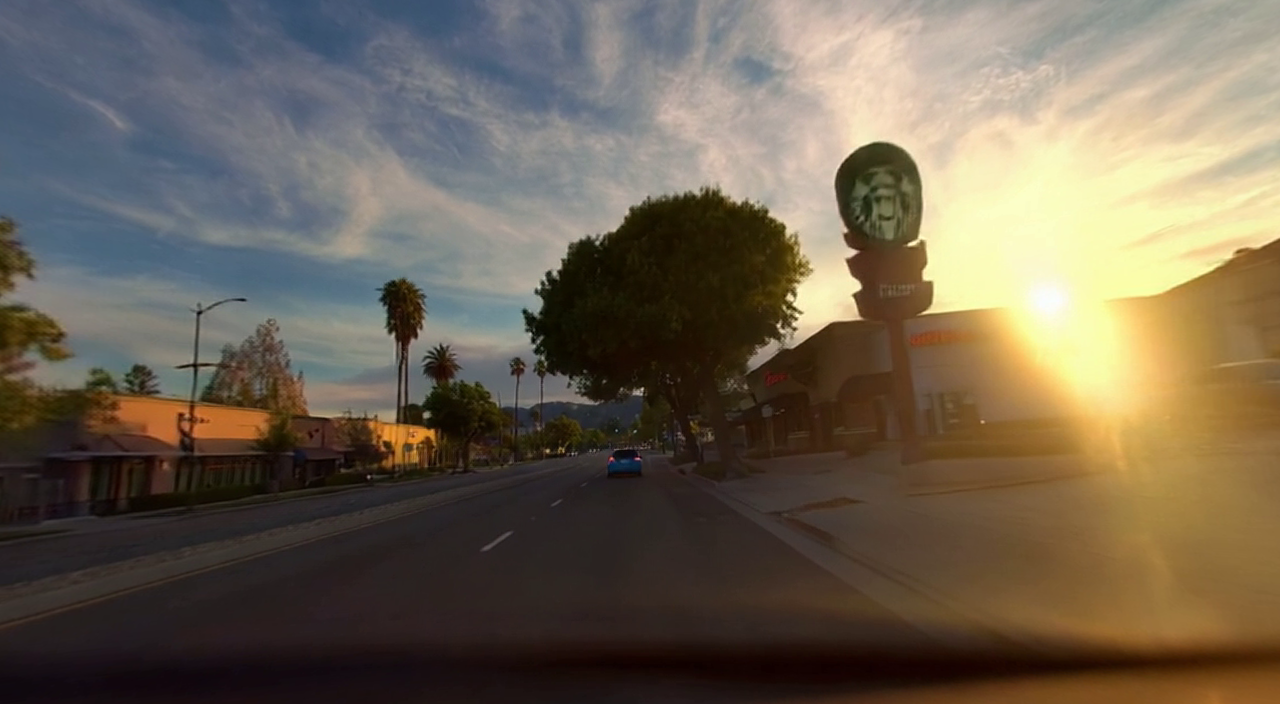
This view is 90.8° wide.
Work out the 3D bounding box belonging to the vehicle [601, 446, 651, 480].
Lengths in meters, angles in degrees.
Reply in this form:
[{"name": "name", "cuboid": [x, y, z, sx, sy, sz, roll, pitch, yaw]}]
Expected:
[{"name": "vehicle", "cuboid": [-0.605, 5.157, 29.703, 2.156, 1.462, 4.495, 0, -8, 0]}]
